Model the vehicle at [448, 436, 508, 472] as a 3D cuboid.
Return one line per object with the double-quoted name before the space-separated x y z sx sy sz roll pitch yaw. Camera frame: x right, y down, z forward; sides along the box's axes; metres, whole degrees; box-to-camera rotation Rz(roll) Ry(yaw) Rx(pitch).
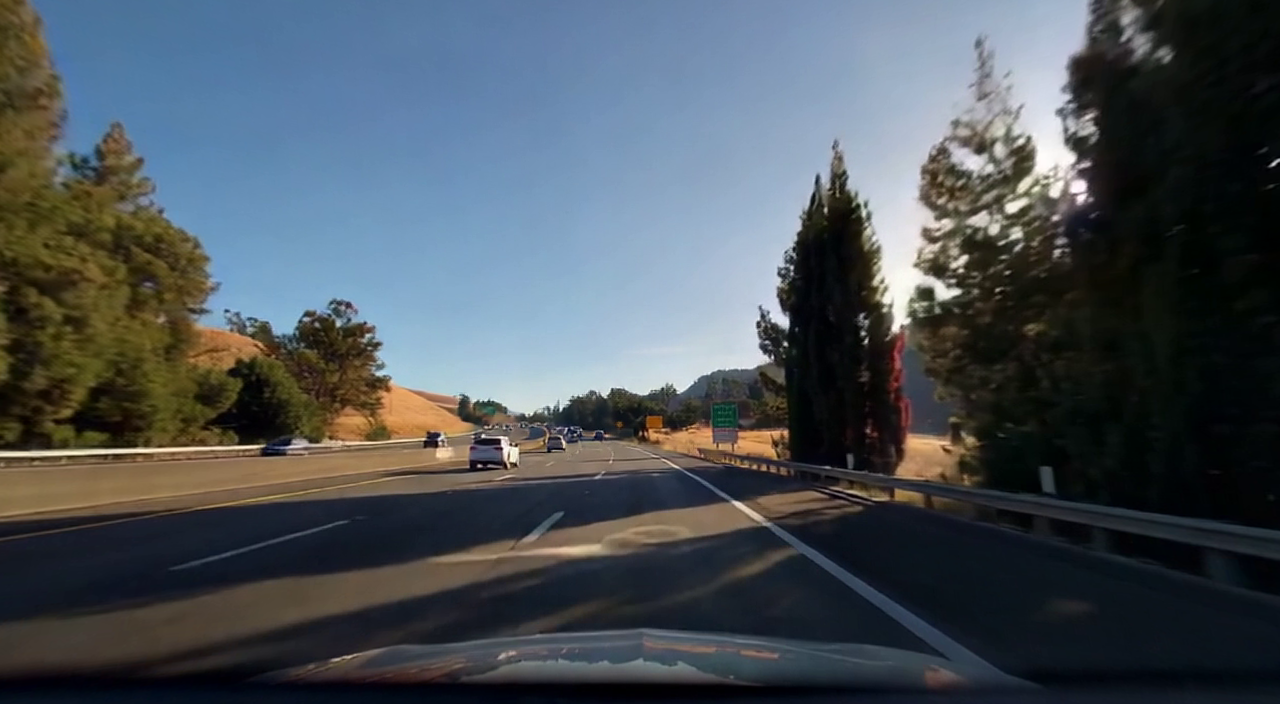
"vehicle" -7.764 4.917 30.610 1.931 1.608 3.977 0 -8 -1
